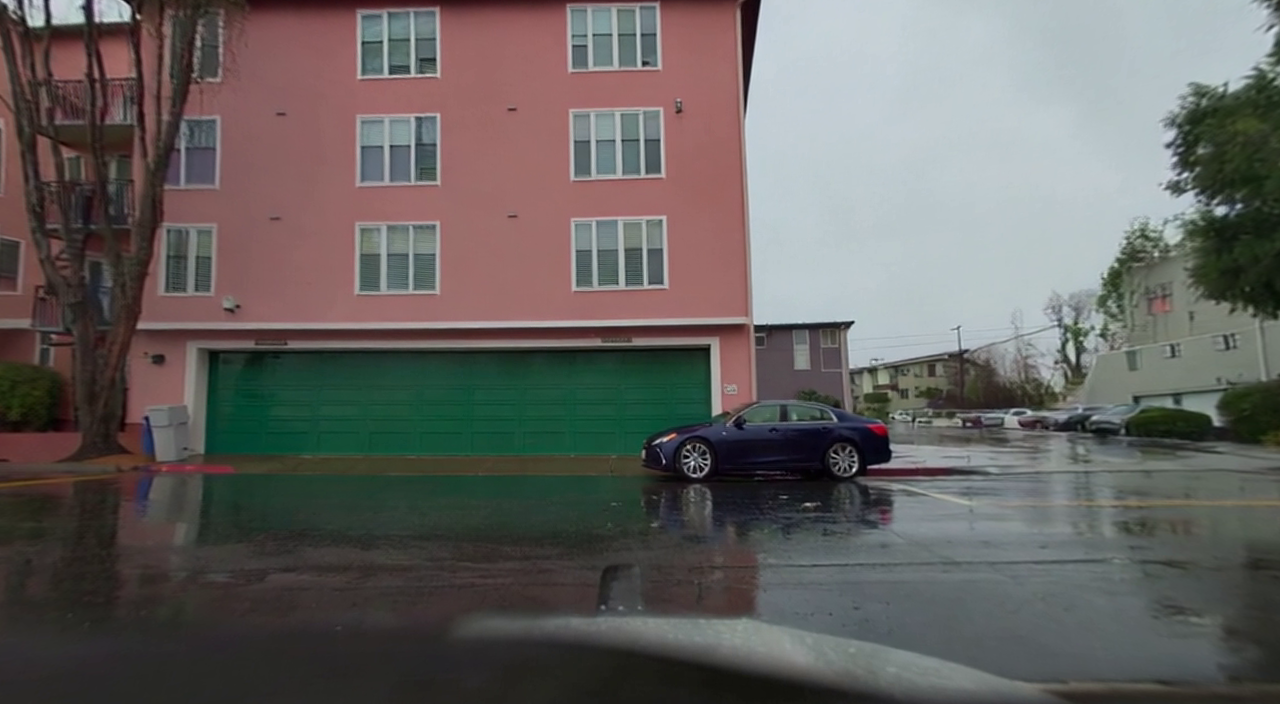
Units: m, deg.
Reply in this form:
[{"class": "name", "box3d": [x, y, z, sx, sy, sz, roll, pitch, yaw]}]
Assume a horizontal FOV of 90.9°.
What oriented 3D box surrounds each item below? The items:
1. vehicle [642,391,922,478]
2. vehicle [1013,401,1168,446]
[{"class": "vehicle", "box3d": [2.400, 1.529, 11.631, 4.697, 1.444, 1.825, 0, -8, 0]}, {"class": "vehicle", "box3d": [15.813, 2.565, 22.325, 3.905, 1.475, 2.057, 0, -8, -1]}]
